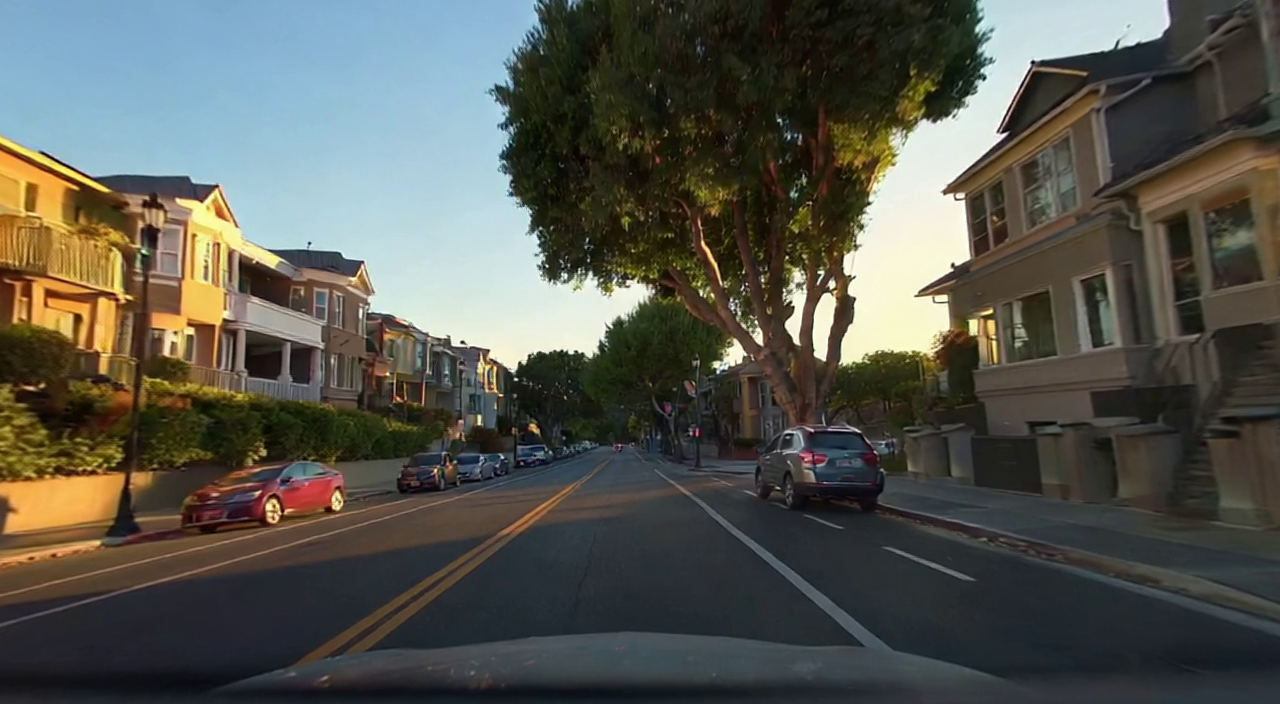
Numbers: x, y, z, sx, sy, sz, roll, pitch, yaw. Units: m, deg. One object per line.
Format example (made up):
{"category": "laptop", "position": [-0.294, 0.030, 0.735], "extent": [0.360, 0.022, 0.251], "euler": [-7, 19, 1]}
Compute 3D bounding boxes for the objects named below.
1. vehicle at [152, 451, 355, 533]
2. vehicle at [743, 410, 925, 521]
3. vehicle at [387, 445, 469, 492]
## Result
{"category": "vehicle", "position": [-8.447, 3.052, 14.430], "extent": [1.983, 1.514, 4.459], "euler": [0, -9, -3]}
{"category": "vehicle", "position": [4.132, 2.571, 14.840], "extent": [2.393, 2.075, 5.683], "euler": [0, -8, -1]}
{"category": "vehicle", "position": [-8.464, 4.677, 25.681], "extent": [1.919, 1.698, 4.328], "euler": [-1, -9, -1]}
